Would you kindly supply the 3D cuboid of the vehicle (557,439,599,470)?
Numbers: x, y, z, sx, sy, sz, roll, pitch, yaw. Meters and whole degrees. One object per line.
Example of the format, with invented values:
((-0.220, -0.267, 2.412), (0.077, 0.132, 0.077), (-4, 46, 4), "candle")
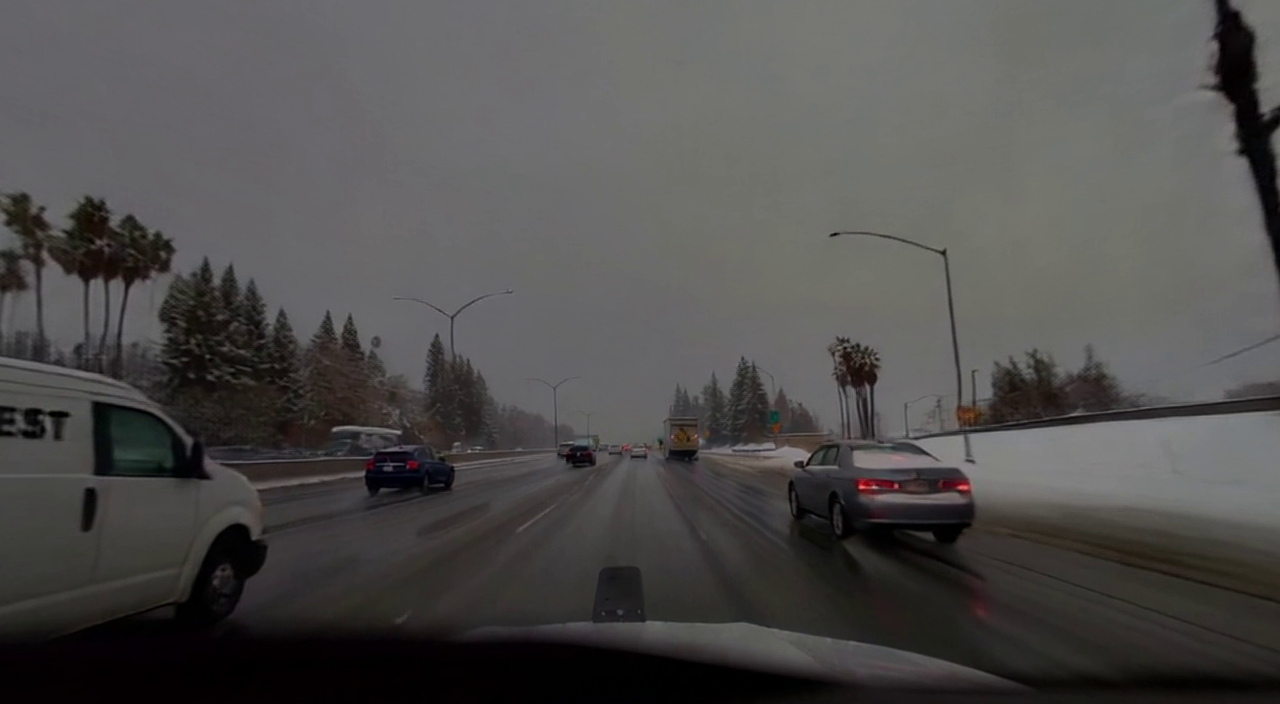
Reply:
((-3.558, 5.961, 36.786), (2.017, 1.683, 4.094), (0, -9, 0), "vehicle")

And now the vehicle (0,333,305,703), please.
((-4.082, 0.832, 2.809), (2.215, 1.859, 5.375), (0, -9, 0), "vehicle")

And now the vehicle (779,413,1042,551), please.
((3.800, 1.927, 9.981), (2.124, 1.674, 4.494), (0, -9, 0), "vehicle")

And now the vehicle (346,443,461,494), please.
((-7.587, 3.765, 20.737), (2.050, 1.487, 4.372), (0, -9, 1), "vehicle")
